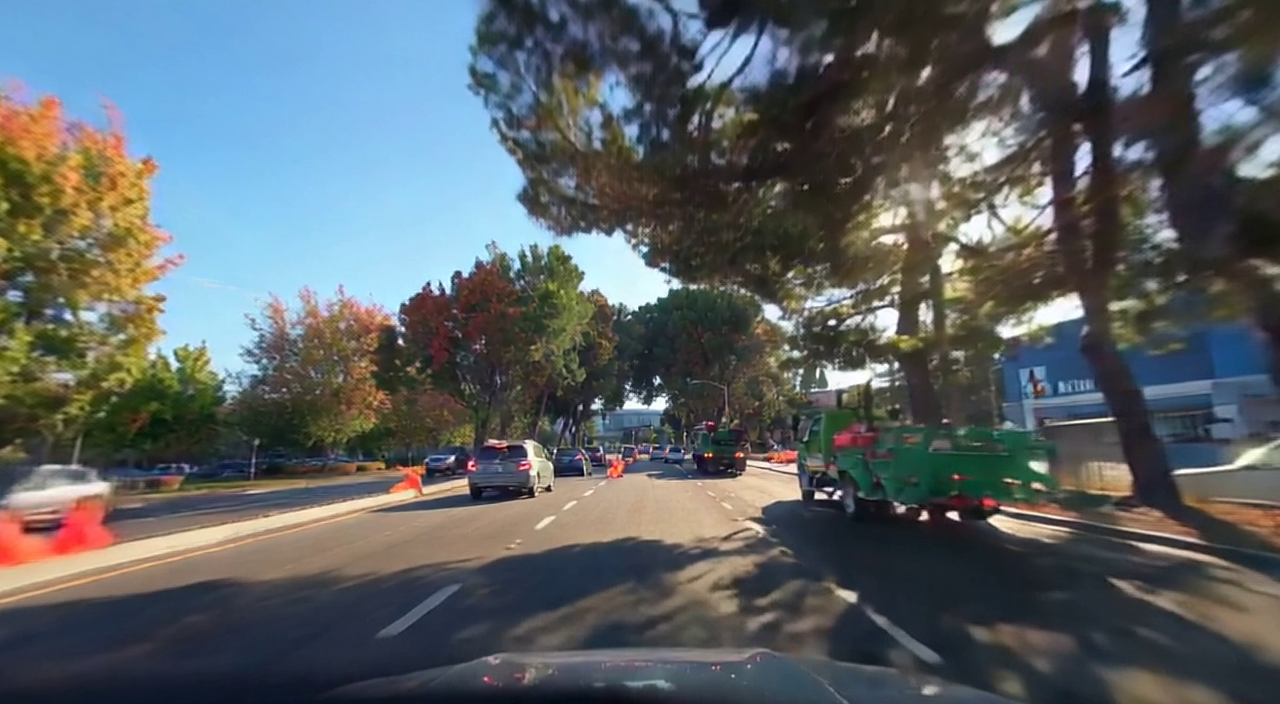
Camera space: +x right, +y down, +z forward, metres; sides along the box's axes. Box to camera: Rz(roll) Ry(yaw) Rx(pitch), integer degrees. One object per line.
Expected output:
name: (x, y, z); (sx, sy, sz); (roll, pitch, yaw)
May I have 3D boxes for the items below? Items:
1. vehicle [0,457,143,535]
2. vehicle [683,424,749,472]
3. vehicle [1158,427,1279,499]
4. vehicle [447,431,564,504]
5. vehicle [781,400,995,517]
vehicle: (-14.324, 3.267, 14.639); (1.826, 1.553, 4.293); (-1, -9, 4)
vehicle: (4.253, 5.641, 37.134); (2.760, 2.465, 7.936); (0, -9, -1)
vehicle: (14.016, 2.338, 13.323); (1.969, 1.457, 4.719); (0, -8, -2)
vehicle: (-3.400, 3.024, 16.916); (2.038, 1.682, 4.399); (0, -9, 1)
vehicle: (5.515, 2.552, 15.560); (2.653, 2.231, 6.793); (0, -9, 1)
